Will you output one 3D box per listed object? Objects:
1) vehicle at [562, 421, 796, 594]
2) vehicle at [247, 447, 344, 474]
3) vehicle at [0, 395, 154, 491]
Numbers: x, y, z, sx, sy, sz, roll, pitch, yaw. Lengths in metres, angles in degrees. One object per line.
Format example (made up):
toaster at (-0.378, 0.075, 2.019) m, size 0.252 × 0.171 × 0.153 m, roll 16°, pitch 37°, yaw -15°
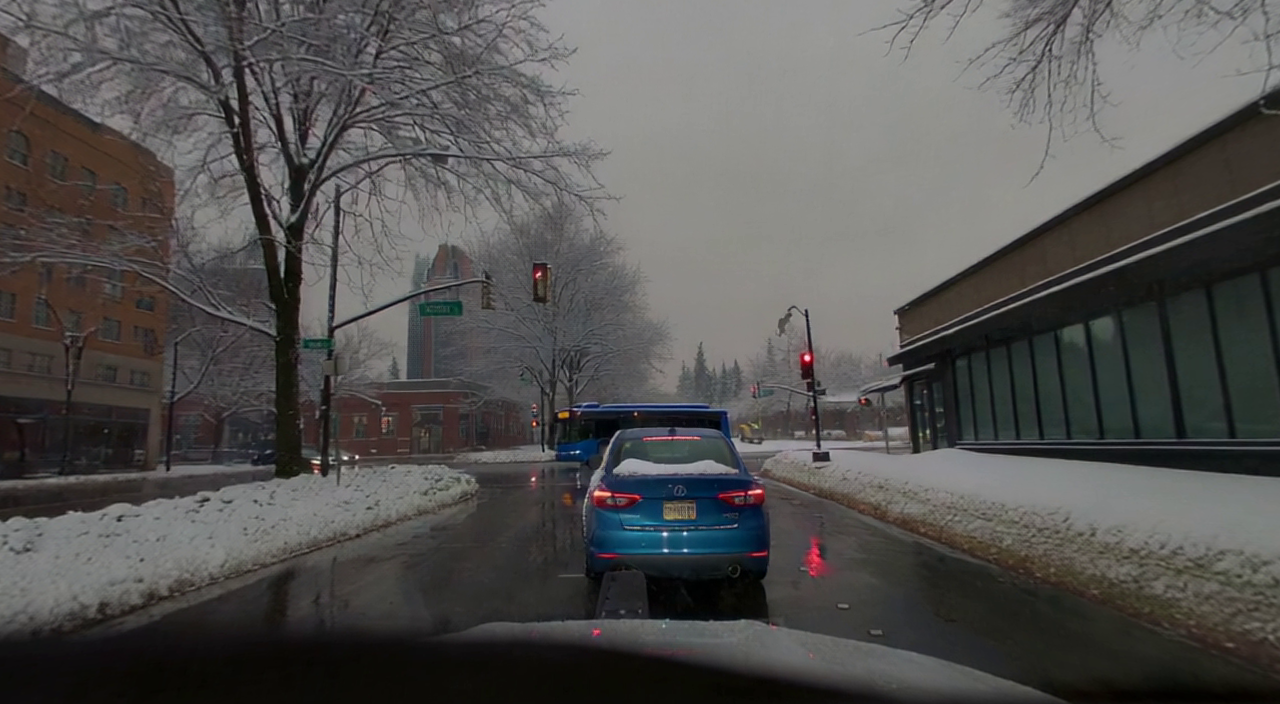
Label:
vehicle at (0.367, 1.625, 7.396) m, size 2.006 × 1.470 × 3.799 m, roll 0°, pitch -8°, yaw 1°
vehicle at (-20.363, 6.379, 37.585) m, size 1.883 × 1.461 × 4.830 m, roll -4°, pitch -9°, yaw 23°
vehicle at (-25.971, 3.644, 25.311) m, size 2.692 × 3.685 × 10.153 m, roll -3°, pitch -9°, yaw 20°
